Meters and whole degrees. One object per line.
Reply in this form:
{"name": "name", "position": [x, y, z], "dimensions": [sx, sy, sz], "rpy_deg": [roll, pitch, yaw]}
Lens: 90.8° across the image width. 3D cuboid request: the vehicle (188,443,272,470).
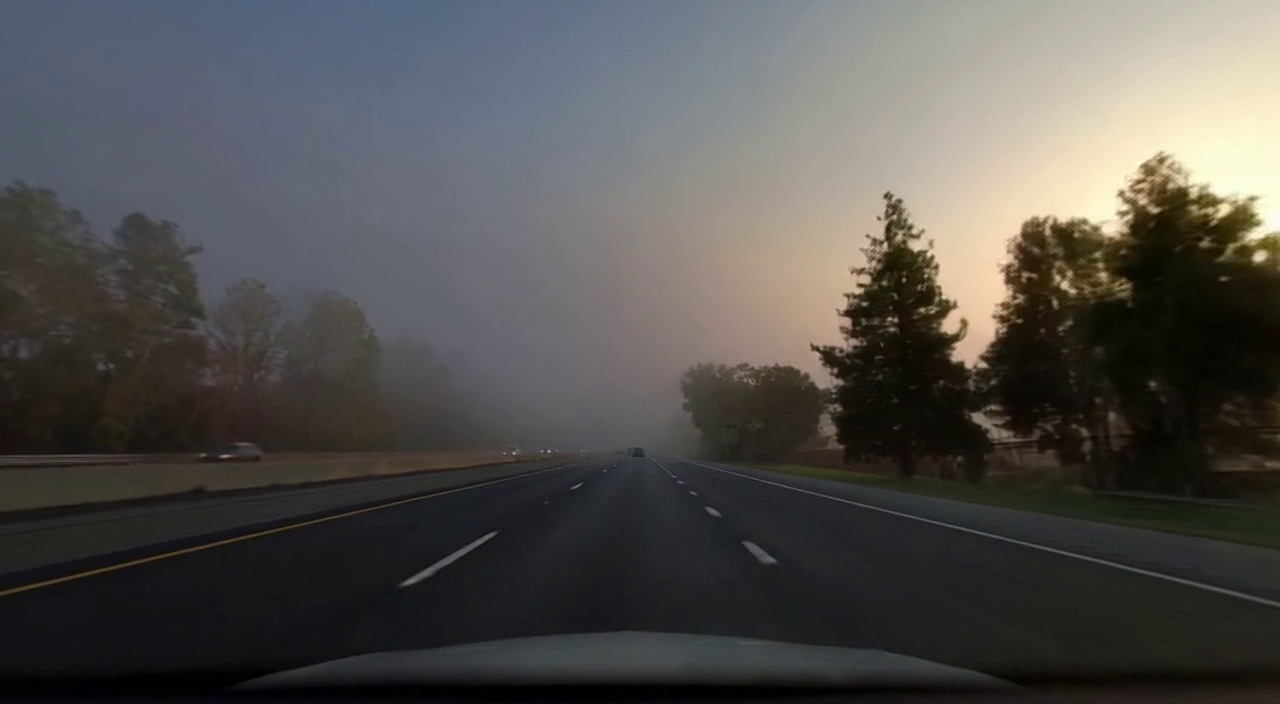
{"name": "vehicle", "position": [-23.943, 6.131, 36.990], "dimensions": [1.778, 1.480, 4.047], "rpy_deg": [-2, -9, 9]}
